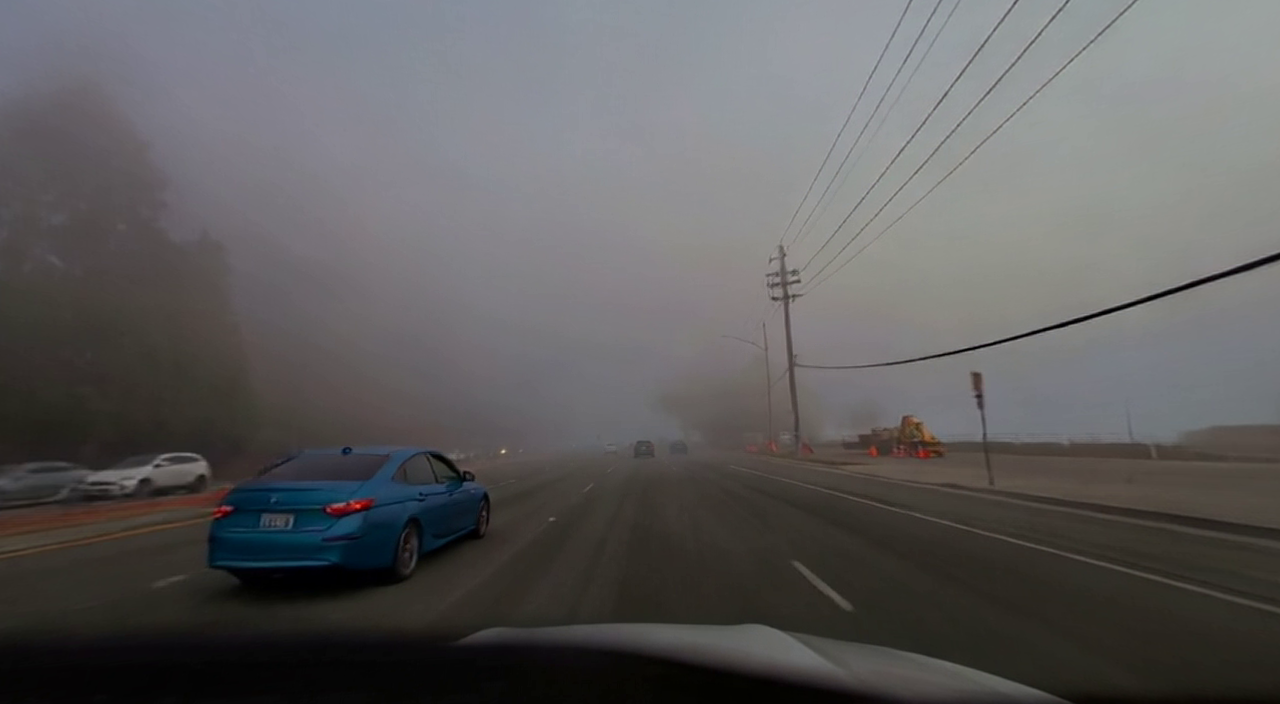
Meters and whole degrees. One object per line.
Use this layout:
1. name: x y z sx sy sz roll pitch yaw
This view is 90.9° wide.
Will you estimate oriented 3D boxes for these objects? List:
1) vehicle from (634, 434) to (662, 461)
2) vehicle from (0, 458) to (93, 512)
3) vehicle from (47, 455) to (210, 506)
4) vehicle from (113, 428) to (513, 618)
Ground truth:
1. vehicle: 0.570 7.149 47.218 2.060 1.845 4.151 0 -8 0
2. vehicle: -21.765 4.538 21.601 1.919 1.672 4.607 0 -8 0
3. vehicle: -17.183 4.291 21.529 1.852 1.491 4.306 0 -8 2
4. vehicle: -3.098 1.721 7.484 2.087 1.480 4.825 0 -8 1
